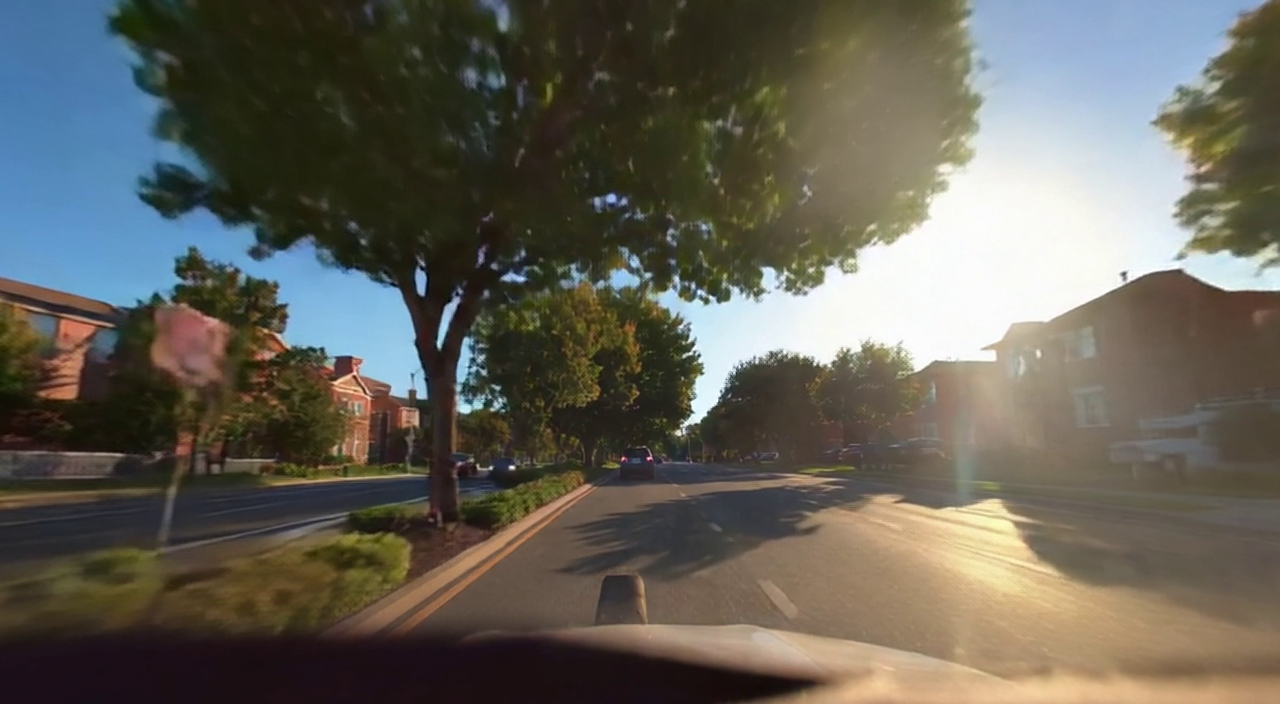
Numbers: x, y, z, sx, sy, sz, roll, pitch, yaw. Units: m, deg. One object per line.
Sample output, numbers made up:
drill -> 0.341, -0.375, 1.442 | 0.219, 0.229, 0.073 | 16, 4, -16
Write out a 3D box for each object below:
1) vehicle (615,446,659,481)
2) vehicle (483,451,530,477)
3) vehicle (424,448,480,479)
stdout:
vehicle -> -0.106, 5.512, 31.641 | 2.093, 1.591, 4.247 | 0, -8, 1
vehicle -> -8.404, 7.075, 40.171 | 1.957, 1.527, 4.411 | 0, -8, 1
vehicle -> -11.822, 7.028, 40.035 | 2.052, 1.808, 4.716 | 0, -8, 0
